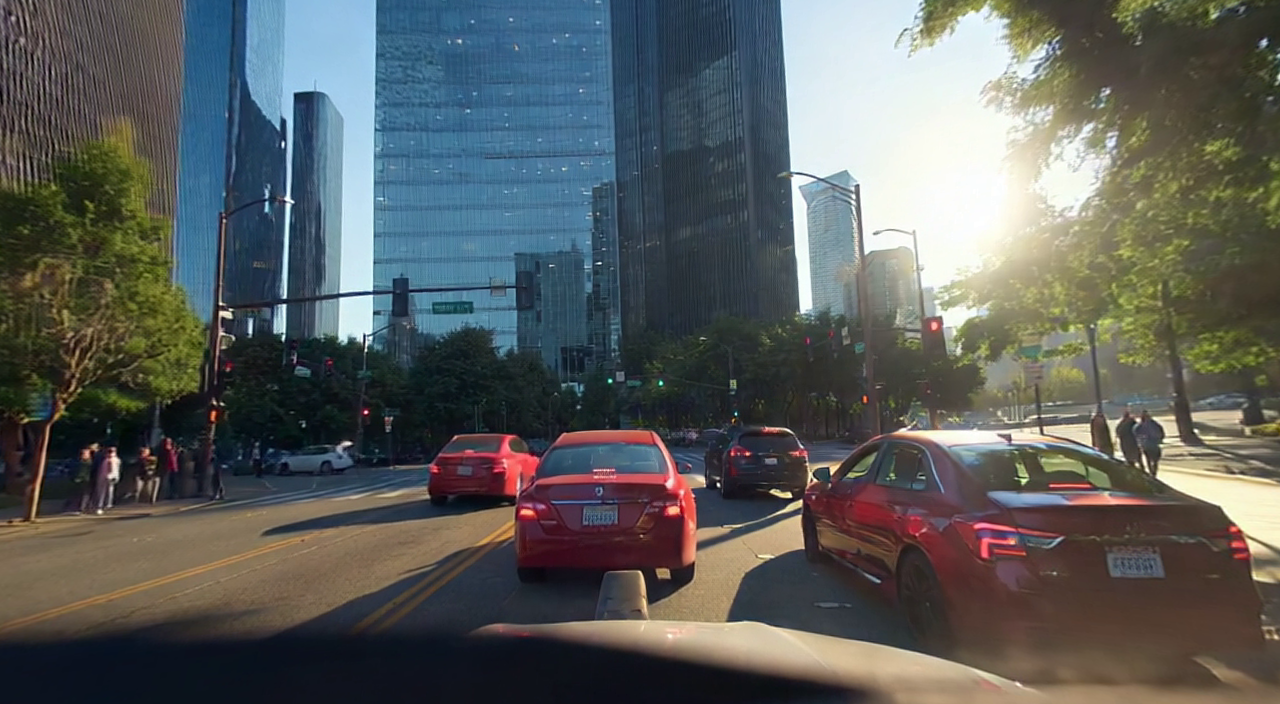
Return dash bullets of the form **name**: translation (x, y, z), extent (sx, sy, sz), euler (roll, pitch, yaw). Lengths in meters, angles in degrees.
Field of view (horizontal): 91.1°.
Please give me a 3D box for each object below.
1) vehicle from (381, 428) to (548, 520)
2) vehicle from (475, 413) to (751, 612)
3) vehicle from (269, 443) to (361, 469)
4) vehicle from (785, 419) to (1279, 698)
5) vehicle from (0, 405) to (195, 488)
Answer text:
- **vehicle**: translation (-3.238, 2.338, 12.617), extent (2.068, 1.513, 4.221), euler (0, -8, 1)
- **vehicle**: translation (-0.260, 1.507, 6.828), extent (2.072, 1.476, 4.078), euler (0, -8, -2)
- **vehicle**: translation (-19.339, 6.155, 37.345), extent (4.648, 1.496, 1.971), euler (-2, -9, 15)
- **vehicle**: translation (2.756, 1.405, 5.487), extent (1.952, 1.464, 4.165), euler (0, -8, -1)
- **vehicle**: translation (-26.247, 4.347, 29.063), extent (8.989, 3.623, 2.884), euler (0, -8, 1)
